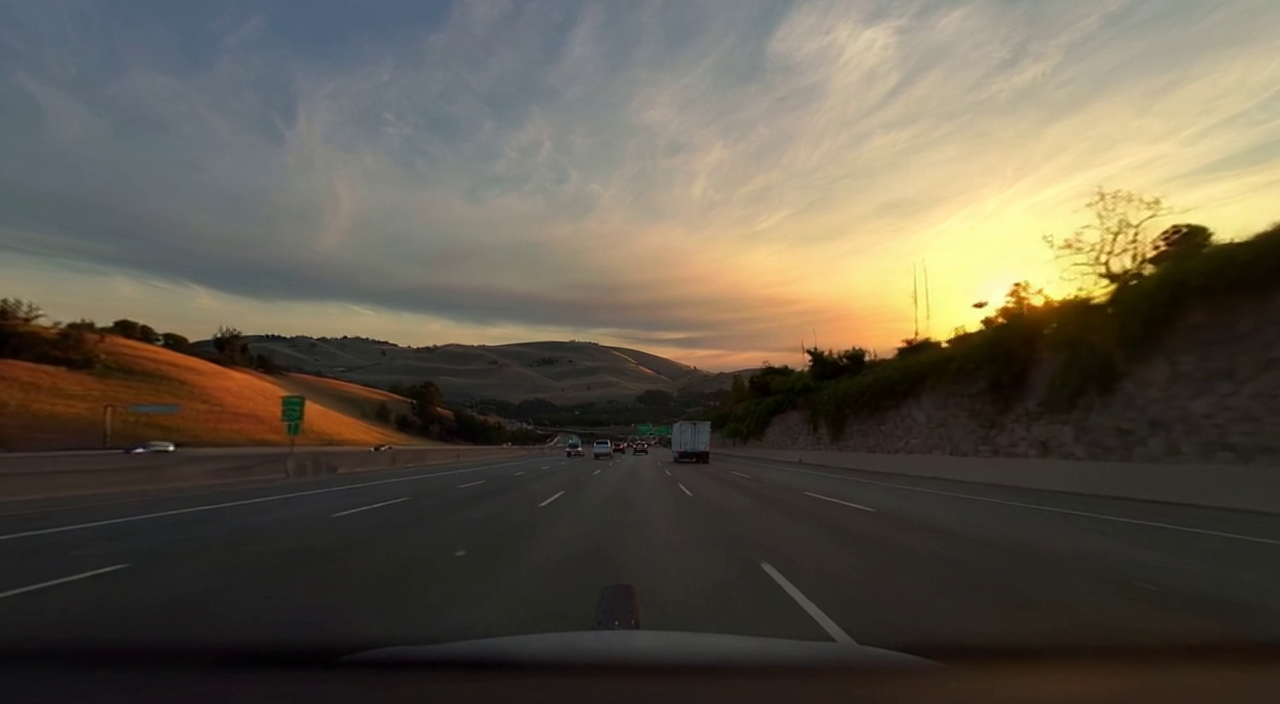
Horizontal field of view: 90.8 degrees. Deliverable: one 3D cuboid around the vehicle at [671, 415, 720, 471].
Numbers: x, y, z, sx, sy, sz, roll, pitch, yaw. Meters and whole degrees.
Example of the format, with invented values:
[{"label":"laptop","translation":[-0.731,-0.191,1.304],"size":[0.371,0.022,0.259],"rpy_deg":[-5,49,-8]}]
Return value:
[{"label":"vehicle","translation":[3.435,5.985,40.862],"size":[2.795,3.187,7.205],"rpy_deg":[-2,-10,2]}]
